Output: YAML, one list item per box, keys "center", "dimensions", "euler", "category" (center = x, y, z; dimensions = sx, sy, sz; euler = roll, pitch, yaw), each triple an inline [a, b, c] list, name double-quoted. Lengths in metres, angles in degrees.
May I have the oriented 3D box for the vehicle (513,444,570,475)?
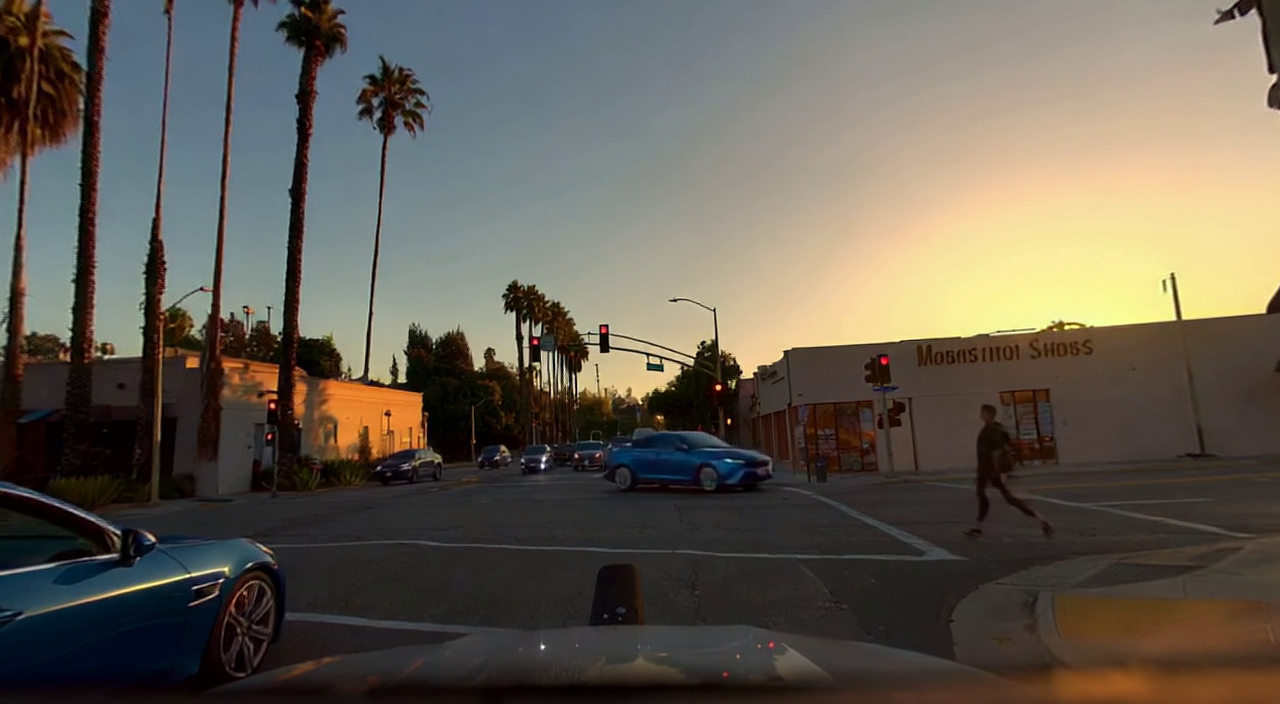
- center: [-5.096, 5.633, 33.290]
  dimensions: [1.839, 1.468, 4.549]
  euler: [-1, -9, 6]
  category: "vehicle"

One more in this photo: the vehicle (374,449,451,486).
- center: [-12.361, 6.283, 34.640]
  dimensions: [1.870, 1.705, 4.426]
  euler: [-7, -10, 11]
  category: "vehicle"

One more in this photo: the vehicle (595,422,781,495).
- center: [1.171, 2.867, 17.277]
  dimensions: [4.775, 1.709, 2.092]
  euler: [-8, -12, 43]
  category: "vehicle"

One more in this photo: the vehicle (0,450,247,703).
- center: [-3.700, 1.024, 2.243]
  dimensions: [1.850, 1.325, 4.295]
  euler: [0, -9, 0]
  category: "vehicle"
